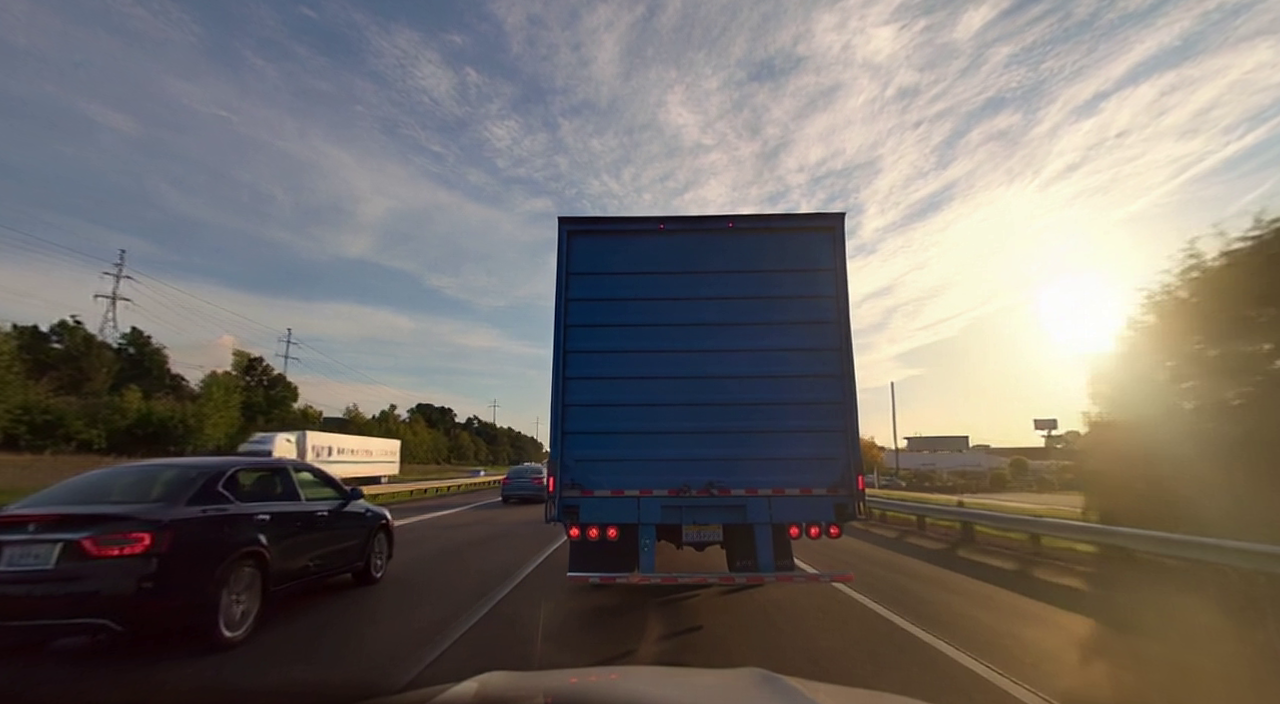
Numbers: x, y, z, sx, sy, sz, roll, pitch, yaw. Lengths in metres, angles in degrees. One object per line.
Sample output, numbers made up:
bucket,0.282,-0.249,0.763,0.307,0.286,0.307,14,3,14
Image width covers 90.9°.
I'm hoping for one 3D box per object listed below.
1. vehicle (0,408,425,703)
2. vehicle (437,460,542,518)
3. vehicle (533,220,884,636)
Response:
vehicle,-3.838,1.515,5.601,1.983,1.575,4.973,0,-10,1
vehicle,-4.287,3.980,18.697,1.891,1.469,4.431,0,-10,1
vehicle,0.700,1.325,9.685,2.831,3.529,8.689,0,-11,2
